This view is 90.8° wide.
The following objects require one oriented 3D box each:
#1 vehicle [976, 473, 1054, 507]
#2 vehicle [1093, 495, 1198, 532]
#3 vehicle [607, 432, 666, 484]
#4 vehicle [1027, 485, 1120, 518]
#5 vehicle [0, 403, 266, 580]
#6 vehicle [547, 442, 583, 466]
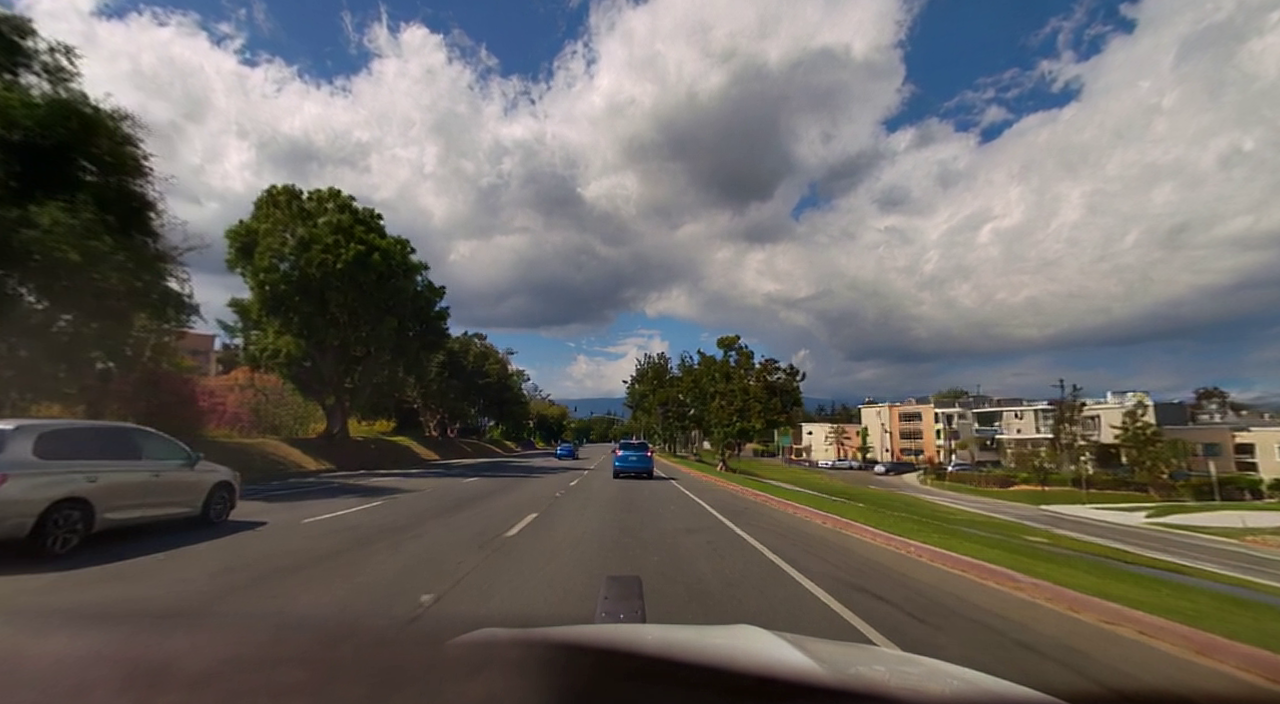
[{"bbox_3d":[26.564,9.749,44.962,1.858,1.849,4.942,1,-7,-11],"label":"vehicle"},{"bbox_3d":[27.879,8.903,35.054,1.845,1.533,4.455,1,-8,-6],"label":"vehicle"},{"bbox_3d":[-0.129,4.127,24.920,2.125,1.830,4.370,0,-8,0],"label":"vehicle"},{"bbox_3d":[27.209,9.390,39.881,1.874,1.577,4.877,2,-8,-9],"label":"vehicle"},{"bbox_3d":[-7.034,1.564,7.632,1.997,1.650,5.090,0,-8,-1],"label":"vehicle"},{"bbox_3d":[-5.226,7.142,44.538,2.123,1.592,4.505,0,-8,-1],"label":"vehicle"}]
